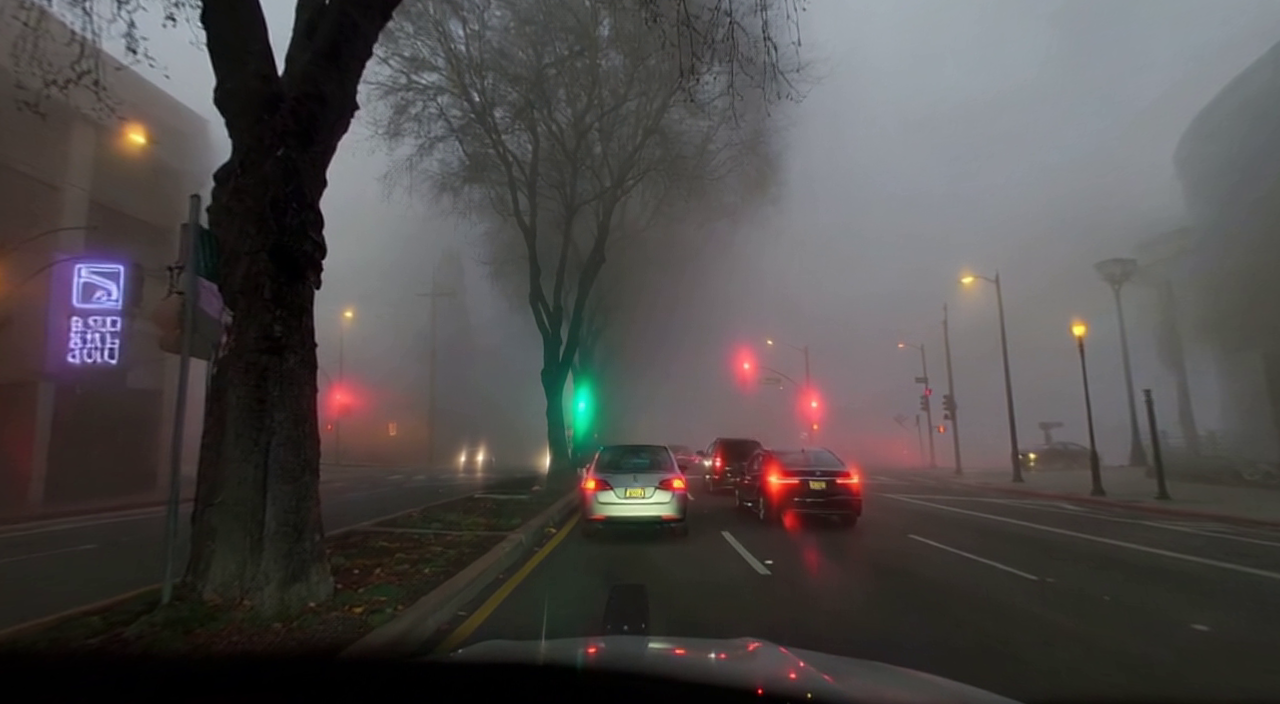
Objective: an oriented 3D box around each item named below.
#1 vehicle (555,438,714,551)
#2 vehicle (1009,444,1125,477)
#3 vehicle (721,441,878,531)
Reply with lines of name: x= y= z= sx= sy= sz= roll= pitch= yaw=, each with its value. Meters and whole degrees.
vehicle: x=-0.117 y=2.185 z=10.418 sx=2.087 sy=1.456 sz=4.143 roll=0 pitch=-8 yaw=-1
vehicle: x=22.364 y=5.681 z=33.166 sx=4.610 sy=1.622 sz=1.934 roll=-1 pitch=-8 yaw=4
vehicle: x=2.901 y=2.520 z=12.533 sx=1.893 sy=1.446 sz=4.270 roll=0 pitch=-8 yaw=-1
